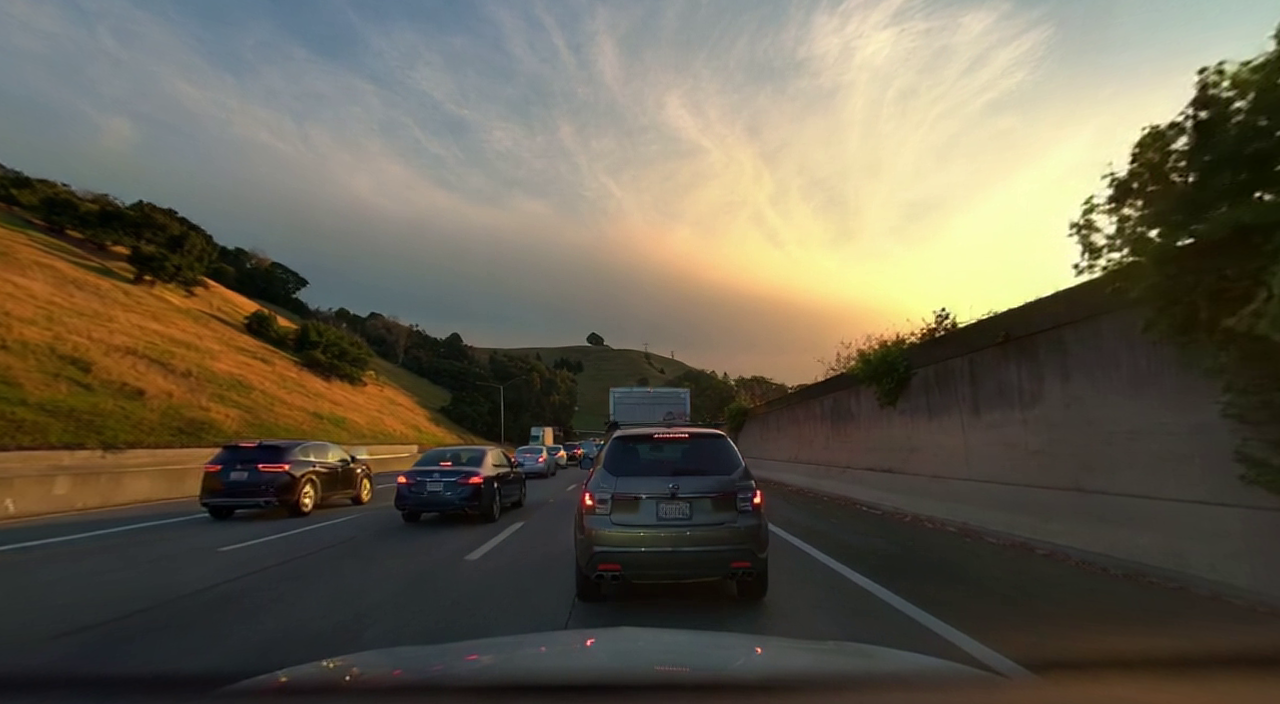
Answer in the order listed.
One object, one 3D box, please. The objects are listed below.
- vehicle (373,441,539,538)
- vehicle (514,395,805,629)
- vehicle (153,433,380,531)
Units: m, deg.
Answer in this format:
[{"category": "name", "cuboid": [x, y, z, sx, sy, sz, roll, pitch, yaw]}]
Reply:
[{"category": "vehicle", "cuboid": [-3.240, 2.488, 12.025, 1.917, 1.506, 3.949, 0, -9, 1]}, {"category": "vehicle", "cuboid": [0.104, 1.628, 7.546, 2.210, 1.760, 5.303, 0, -9, -1]}, {"category": "vehicle", "cuboid": [-7.500, 2.636, 13.391, 1.986, 1.700, 4.558, 0, -9, 0]}]
